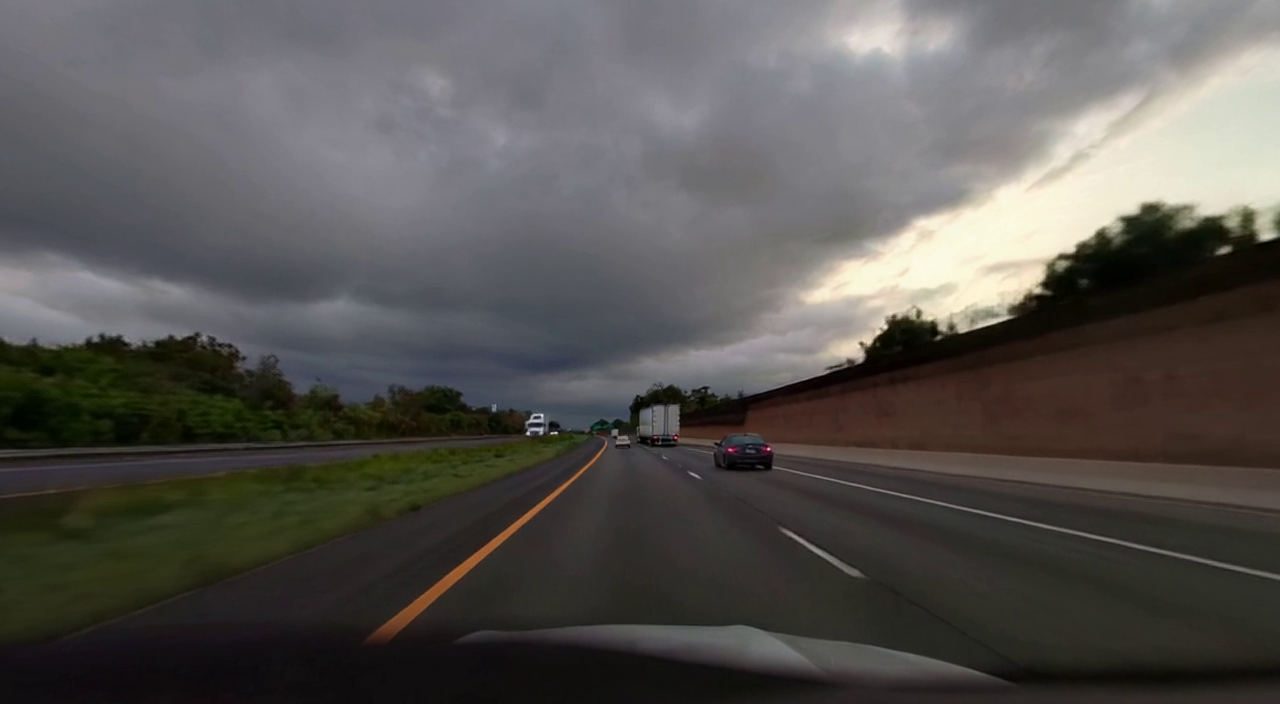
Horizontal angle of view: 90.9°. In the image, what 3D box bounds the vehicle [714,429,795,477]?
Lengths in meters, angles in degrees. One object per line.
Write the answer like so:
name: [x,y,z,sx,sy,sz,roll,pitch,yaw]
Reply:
vehicle: [3.779,3.393,21.588,1.813,1.454,4.197,0,-7,-3]
